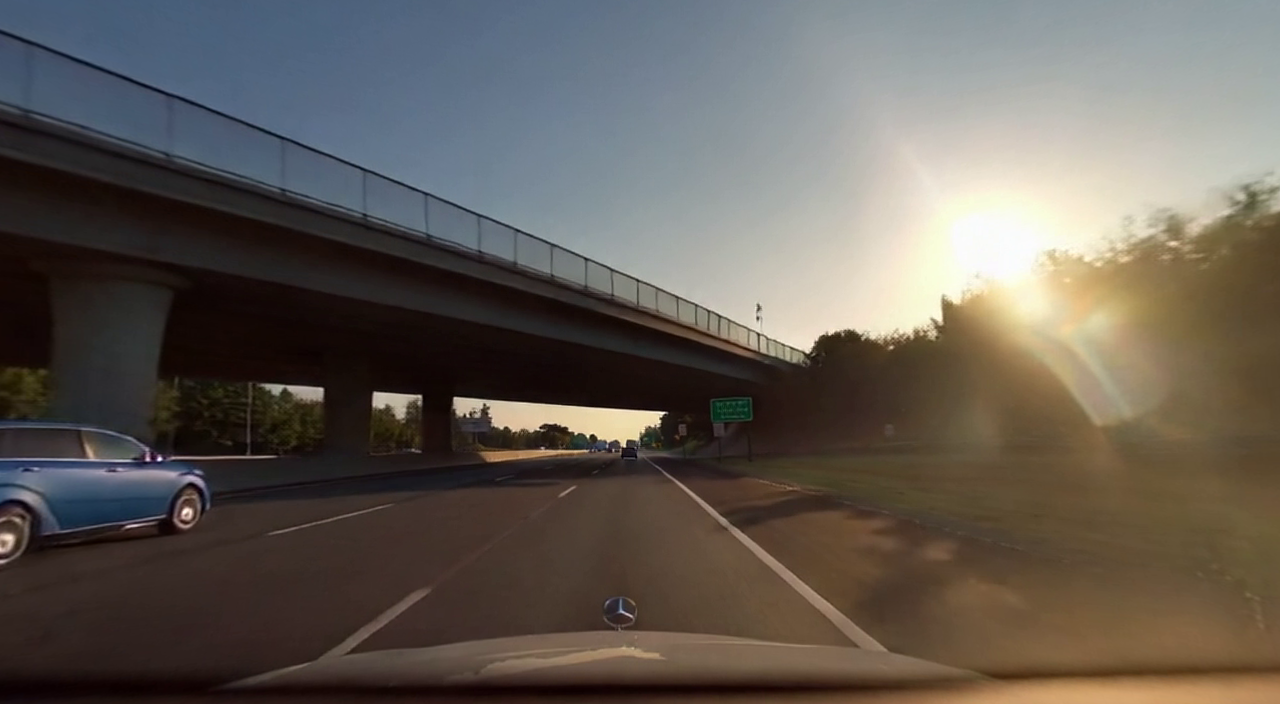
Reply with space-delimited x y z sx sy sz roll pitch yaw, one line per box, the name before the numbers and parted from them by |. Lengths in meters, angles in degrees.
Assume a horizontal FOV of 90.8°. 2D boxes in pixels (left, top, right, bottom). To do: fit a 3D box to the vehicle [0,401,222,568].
vehicle | -8.091 1.614 8.049 2.231 1.807 4.758 0 -8 0
